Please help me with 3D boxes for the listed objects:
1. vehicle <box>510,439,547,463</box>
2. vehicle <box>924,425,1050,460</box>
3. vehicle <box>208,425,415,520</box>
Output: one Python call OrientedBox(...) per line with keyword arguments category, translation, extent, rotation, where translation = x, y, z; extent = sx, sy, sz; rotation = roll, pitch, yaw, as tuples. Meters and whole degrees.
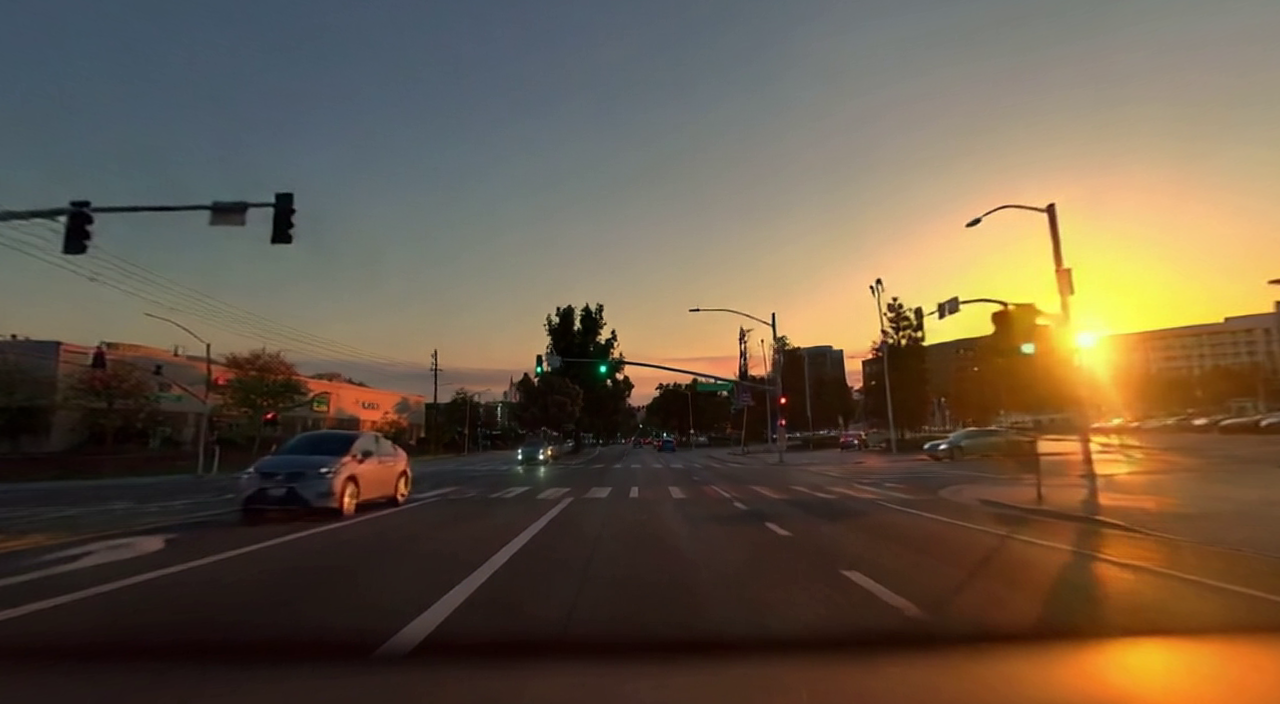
OrientedBox(category="vehicle", translation=(-8.536, 7.610, 48.766), extent=(1.946, 1.710, 5.044), rotation=(-2, -8, 0))
OrientedBox(category="vehicle", translation=(16.451, 4.322, 30.131), extent=(4.727, 1.585, 2.066), rotation=(0, -8, 1))
OrientedBox(category="vehicle", translation=(-6.673, 2.485, 13.540), extent=(2.074, 1.692, 4.333), rotation=(0, -8, 0))
